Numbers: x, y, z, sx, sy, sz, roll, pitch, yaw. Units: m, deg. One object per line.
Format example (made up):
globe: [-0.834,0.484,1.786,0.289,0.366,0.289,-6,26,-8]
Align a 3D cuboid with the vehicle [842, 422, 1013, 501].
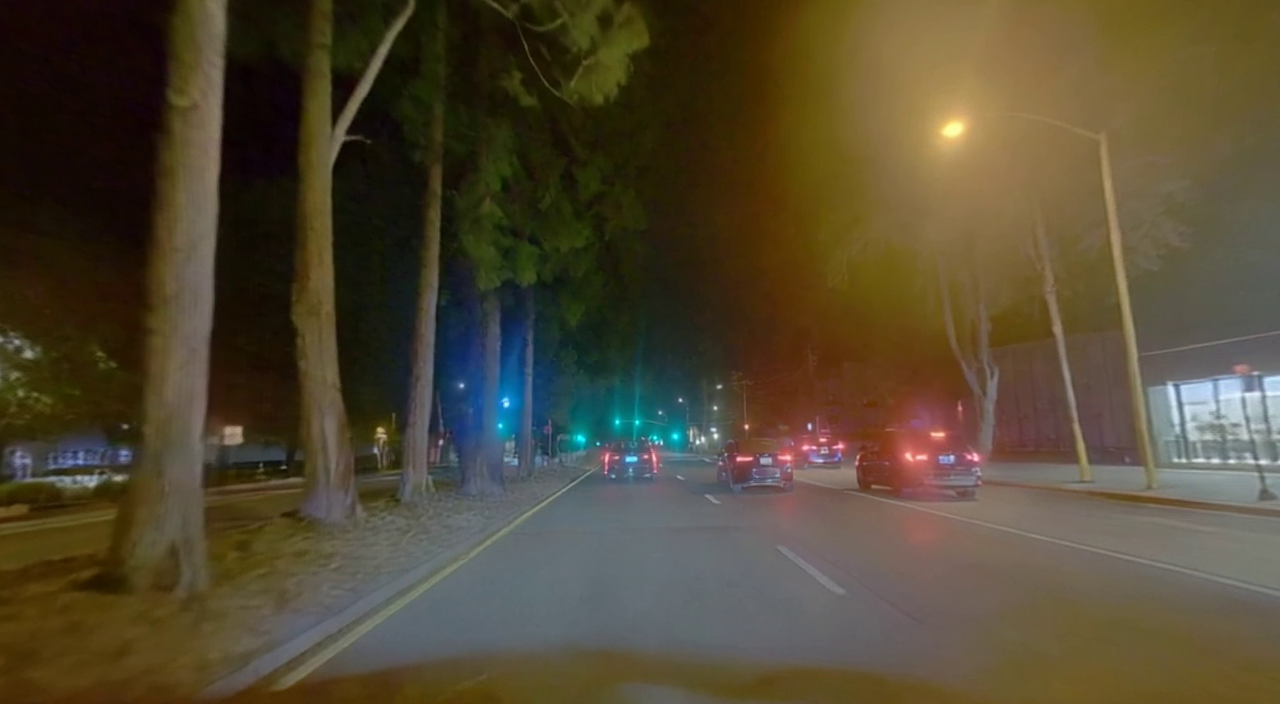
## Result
vehicle: [7.139,2.781,16.403,2.052,1.708,4.842,0,-9,-1]

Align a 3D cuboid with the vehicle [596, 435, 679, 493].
vehicle: [-0.120,3.170,18.195,2.101,1.444,4.248,0,-9,-2]

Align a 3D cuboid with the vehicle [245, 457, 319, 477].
vehicle: [-28.208,9.070,49.875,4.693,1.499,1.838,-1,-9,1]

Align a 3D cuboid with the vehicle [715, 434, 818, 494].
vehicle: [3.446,3.149,18.133,1.993,1.477,4.240,0,-9,-1]
